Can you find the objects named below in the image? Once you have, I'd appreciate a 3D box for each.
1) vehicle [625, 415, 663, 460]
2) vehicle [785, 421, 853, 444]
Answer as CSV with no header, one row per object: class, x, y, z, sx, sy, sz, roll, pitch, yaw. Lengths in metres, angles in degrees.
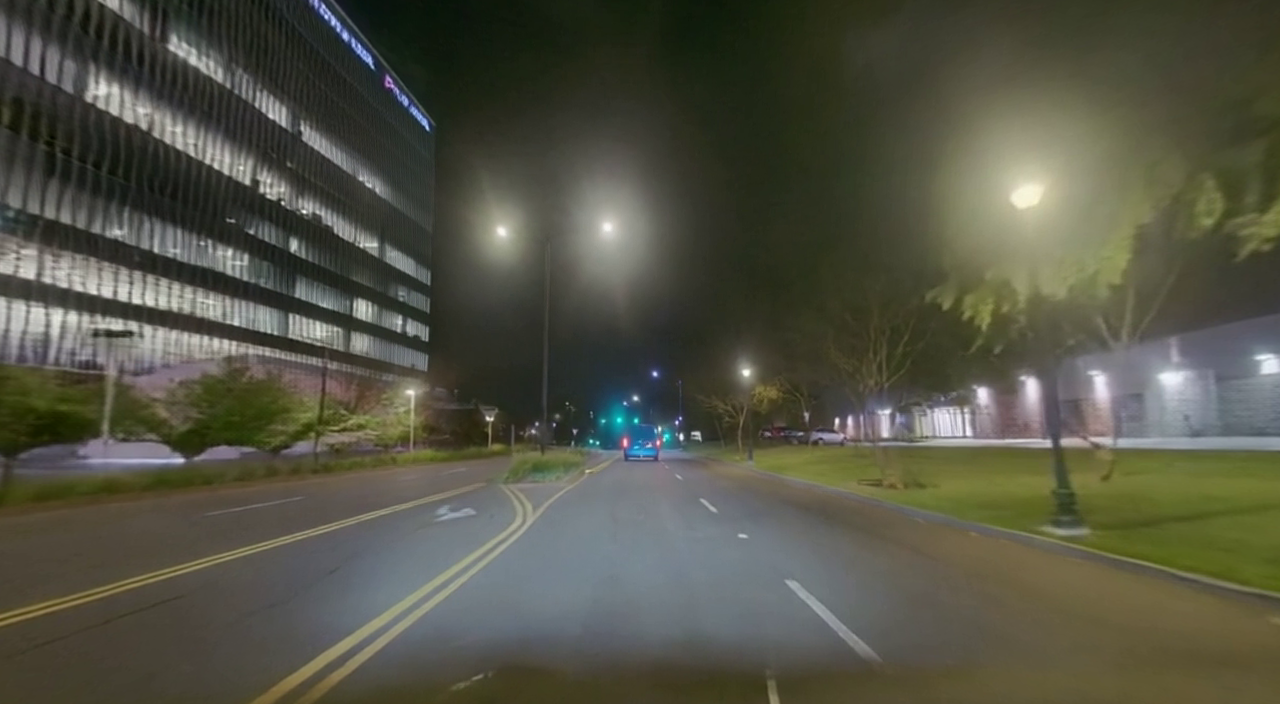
vehicle,0.212,5.800,42.755,2.435,2.816,5.232,0,-8,-1
vehicle,12.555,5.662,44.331,4.184,1.578,1.976,0,-8,-2
